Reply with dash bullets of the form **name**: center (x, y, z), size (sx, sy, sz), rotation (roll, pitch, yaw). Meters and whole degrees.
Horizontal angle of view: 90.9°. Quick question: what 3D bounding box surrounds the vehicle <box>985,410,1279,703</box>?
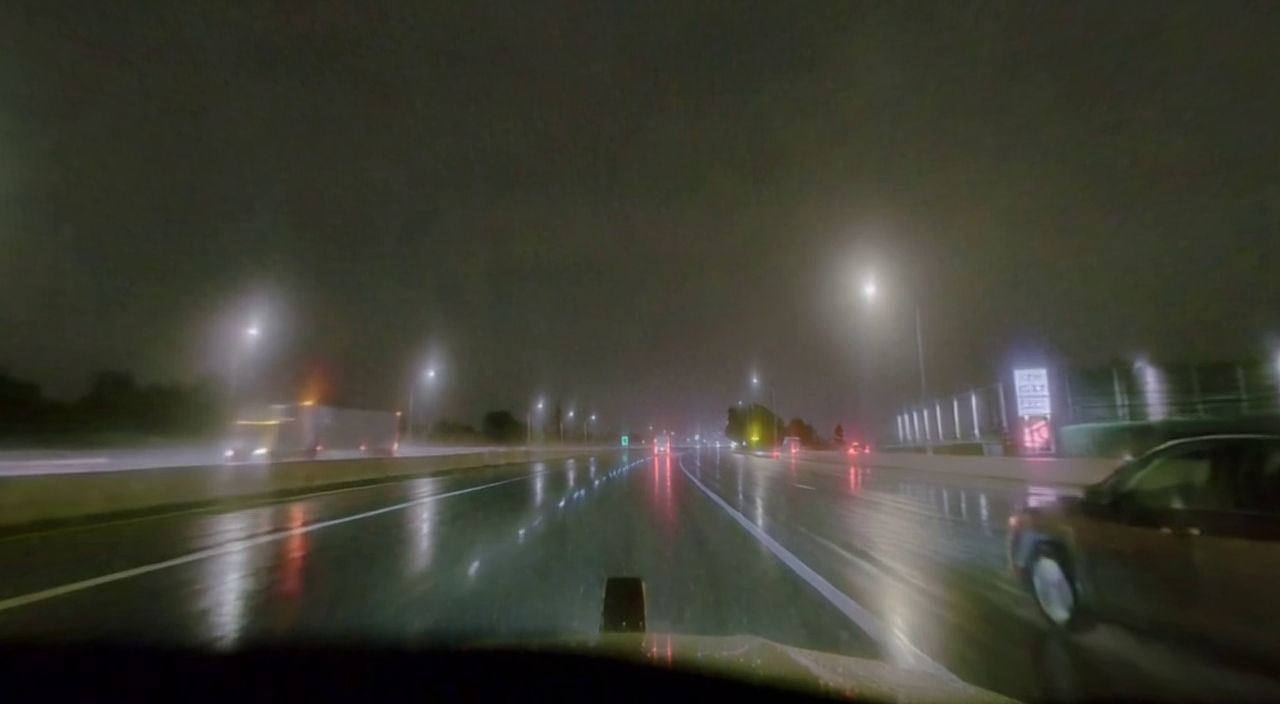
- **vehicle**: center (3.777, 0.996, 2.680), size (1.999, 1.492, 4.673), rotation (0, -8, 1)

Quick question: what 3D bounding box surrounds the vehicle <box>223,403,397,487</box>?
- **vehicle**: center (-13.756, 4.082, 27.413), size (2.843, 2.970, 8.404), rotation (-3, -9, 2)
